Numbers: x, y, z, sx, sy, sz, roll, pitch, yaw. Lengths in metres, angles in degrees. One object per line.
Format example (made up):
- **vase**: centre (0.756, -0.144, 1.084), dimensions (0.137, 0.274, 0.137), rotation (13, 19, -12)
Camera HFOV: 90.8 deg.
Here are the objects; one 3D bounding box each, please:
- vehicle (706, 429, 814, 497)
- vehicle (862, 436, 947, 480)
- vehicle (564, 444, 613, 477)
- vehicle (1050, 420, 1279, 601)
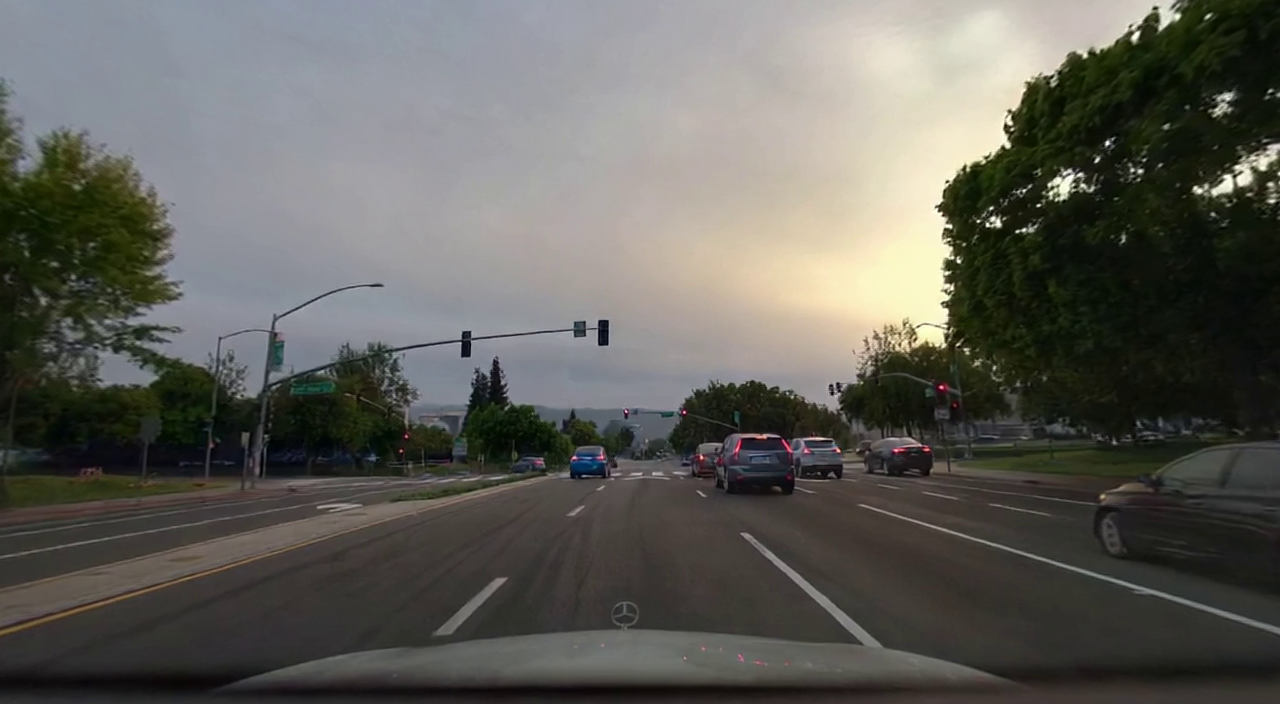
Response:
- **vehicle**: centre (3.322, 3.211, 18.655), dimensions (2.247, 1.738, 4.818), rotation (0, -8, 0)
- **vehicle**: centre (11.613, 4.670, 28.086), dimensions (1.971, 1.746, 4.271), rotation (0, -9, 1)
- **vehicle**: centre (-2.463, 5.340, 31.289), dimensions (1.969, 1.513, 3.773), rotation (-1, -9, 3)
- **vehicle**: centre (6.325, 1.404, 5.809), dimensions (1.946, 1.495, 4.758), rotation (0, -8, 1)
